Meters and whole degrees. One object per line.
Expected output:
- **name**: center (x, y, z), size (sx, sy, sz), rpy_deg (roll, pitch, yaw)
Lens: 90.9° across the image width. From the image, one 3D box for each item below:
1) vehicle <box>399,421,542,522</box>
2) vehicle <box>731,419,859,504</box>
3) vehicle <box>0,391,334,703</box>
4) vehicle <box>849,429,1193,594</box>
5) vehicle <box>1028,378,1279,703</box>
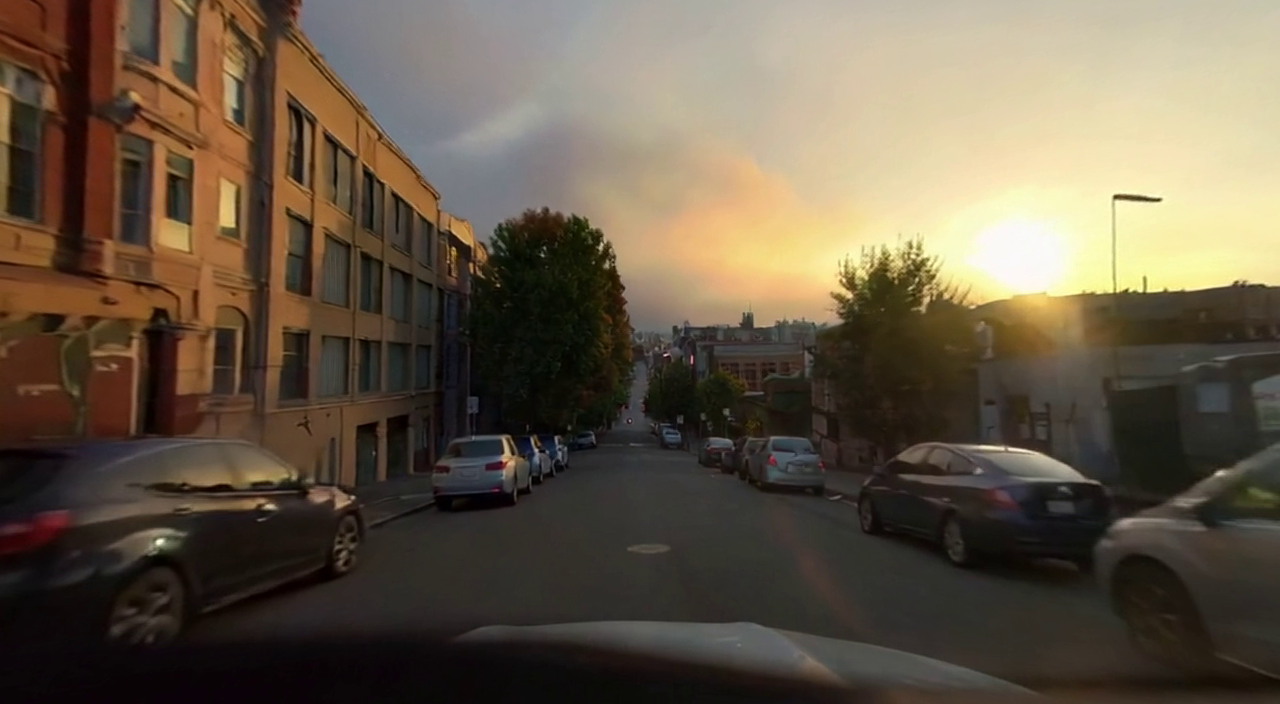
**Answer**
- **vehicle**: center (-3.598, 2.529, 14.310), size (2.027, 1.640, 4.444), rpy_deg (2, -3, -1)
- **vehicle**: center (3.660, 2.670, 15.874), size (1.879, 1.802, 4.574), rpy_deg (0, -8, -2)
- **vehicle**: center (-3.603, 1.080, 4.161), size (1.745, 1.584, 2.878), rpy_deg (2, -3, -2)
- **vehicle**: center (3.963, 1.649, 7.382), size (1.718, 1.427, 3.585), rpy_deg (0, -8, -1)
- **vehicle**: center (3.846, 0.859, 2.408), size (1.842, 1.589, 4.216), rpy_deg (0, -8, -3)
